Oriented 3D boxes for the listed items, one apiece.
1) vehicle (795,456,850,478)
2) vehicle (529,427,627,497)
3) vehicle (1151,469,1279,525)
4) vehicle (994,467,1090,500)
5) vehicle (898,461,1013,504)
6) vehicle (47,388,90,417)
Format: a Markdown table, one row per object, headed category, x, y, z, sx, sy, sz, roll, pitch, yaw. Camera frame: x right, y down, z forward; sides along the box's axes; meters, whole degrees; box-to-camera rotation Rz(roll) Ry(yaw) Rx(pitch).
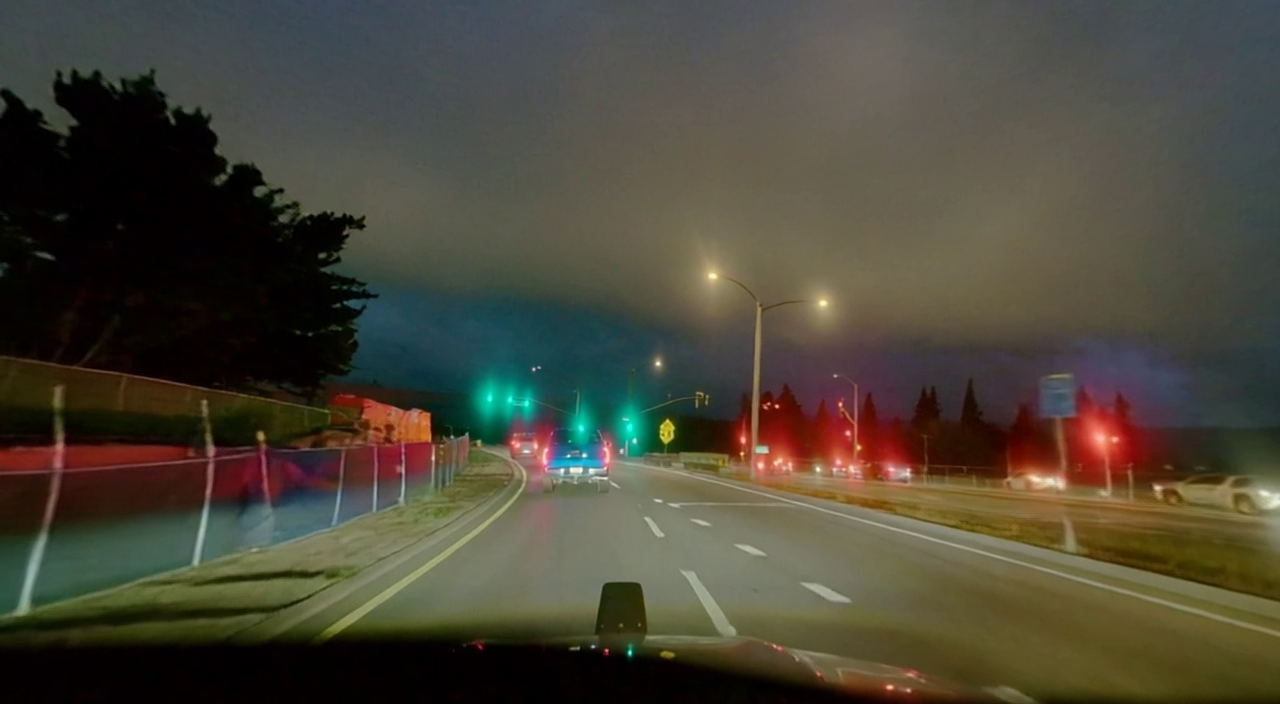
| category | x | y | z | sx | sy | sz | roll | pitch | yaw |
| --- | --- | --- | --- | --- | --- | --- | --- | --- | --- |
| vehicle | 14.161 | 8.924 | 49.245 | 1.884 | 1.622 | 4.485 | 3 | -10 | -17 |
| vehicle | -1.834 | 3.137 | 18.467 | 2.436 | 1.698 | 5.322 | 1 | -8 | -6 |
| vehicle | 23.260 | 5.548 | 24.589 | 1.938 | 1.781 | 5.078 | 1 | -9 | -8 |
| vehicle | 21.748 | 7.128 | 34.375 | 1.805 | 1.494 | 4.362 | 1 | -9 | -11 |
| vehicle | 13.063 | 5.407 | 26.481 | 1.838 | 1.494 | 4.553 | 1 | -9 | -11 |
| vehicle | -40.128 | 3.602 | 44.393 | 1.907 | 1.637 | 5.187 | 10 | -13 | -39 |
